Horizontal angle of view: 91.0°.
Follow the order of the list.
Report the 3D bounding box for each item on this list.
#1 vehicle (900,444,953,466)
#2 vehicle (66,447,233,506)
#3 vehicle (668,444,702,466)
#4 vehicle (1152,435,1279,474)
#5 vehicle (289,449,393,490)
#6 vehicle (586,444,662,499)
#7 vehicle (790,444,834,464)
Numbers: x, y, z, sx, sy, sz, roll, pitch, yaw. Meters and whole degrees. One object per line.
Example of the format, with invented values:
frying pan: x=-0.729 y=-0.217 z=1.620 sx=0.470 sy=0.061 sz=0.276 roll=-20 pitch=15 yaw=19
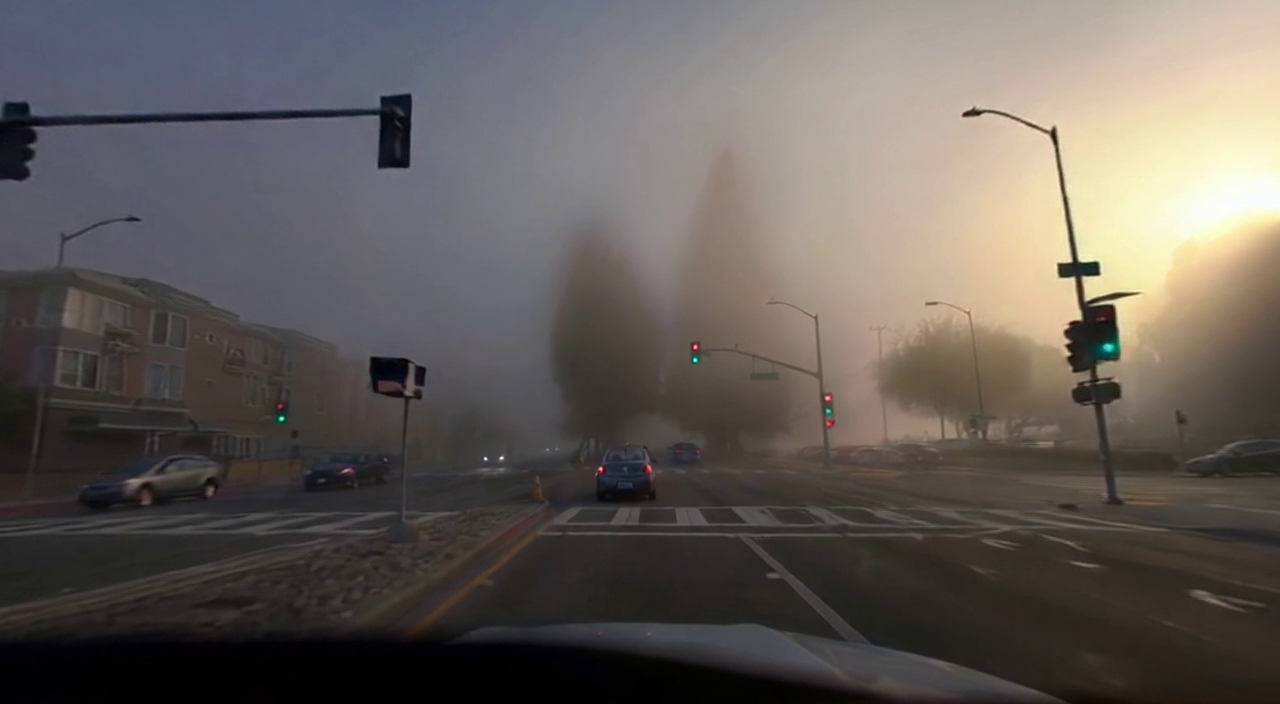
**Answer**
vehicle: x=19.852 y=7.090 z=43.490 sx=1.932 sy=1.430 sz=4.203 roll=-8 pitch=-12 yaw=43
vehicle: x=-15.743 y=3.967 z=20.594 sx=1.922 sy=1.717 sz=4.366 roll=0 pitch=-9 yaw=0
vehicle: x=3.211 y=7.432 z=45.664 sx=2.023 sy=1.506 sz=3.816 roll=0 pitch=-9 yaw=-2
vehicle: x=25.943 y=4.525 z=27.802 sx=4.665 sy=1.612 sz=1.937 roll=-1 pitch=-9 yaw=8
vehicle: x=-12.050 y=4.734 z=25.767 sx=1.963 sy=1.504 sz=4.640 roll=0 pitch=-9 yaw=0
vehicle: x=-0.450 y=3.512 z=18.870 sx=2.010 sy=1.447 sz=4.121 roll=0 pitch=-9 yaw=-1
vehicle: x=12.756 y=7.552 z=46.840 sx=1.849 sy=1.429 sz=4.335 roll=0 pitch=-9 yaw=-3
